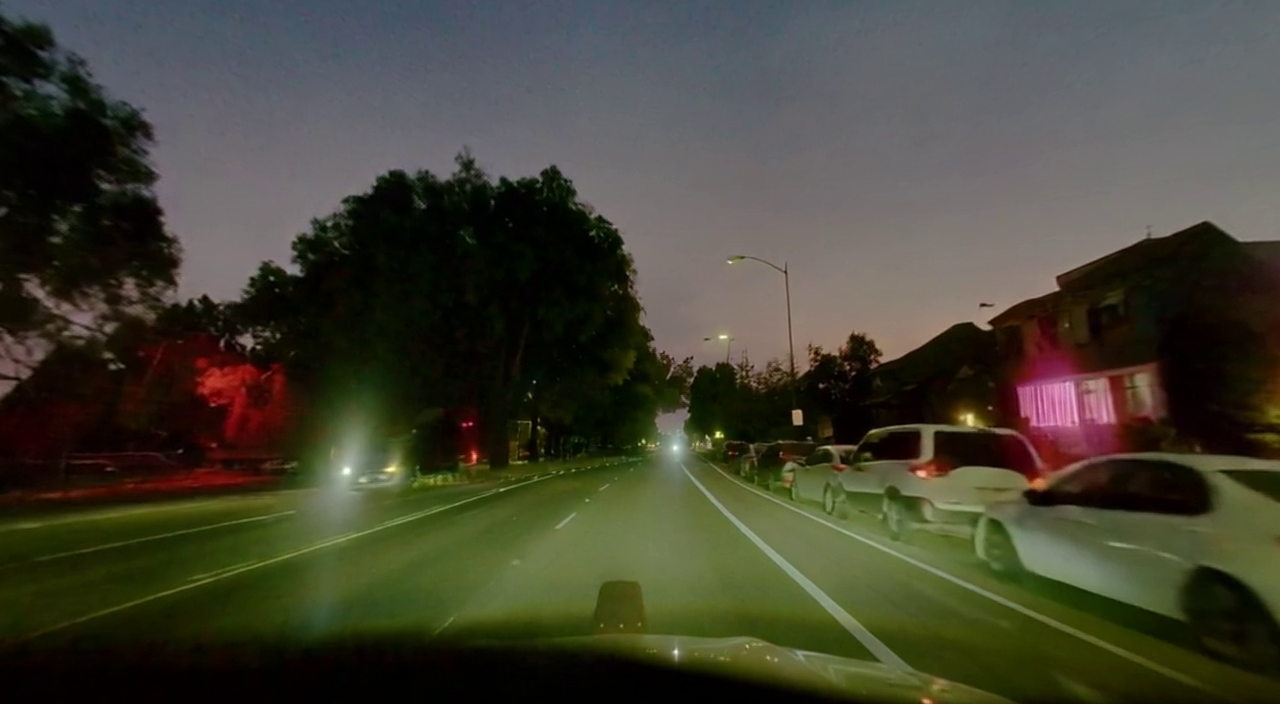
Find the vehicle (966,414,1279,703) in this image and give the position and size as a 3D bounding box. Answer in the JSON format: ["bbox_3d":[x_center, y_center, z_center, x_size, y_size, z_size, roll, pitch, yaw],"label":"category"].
[{"bbox_3d":[4.300,1.245,4.356,1.806,1.536,4.225,0,-8,0],"label":"vehicle"}]

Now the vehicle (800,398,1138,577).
[{"bbox_3d":[4.041,1.750,9.033,2.108,1.827,4.844,0,-8,-1],"label":"vehicle"}]

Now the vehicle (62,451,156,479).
[{"bbox_3d":[-33.698,7.176,40.097,4.231,1.650,2.053,-1,-8,3],"label":"vehicle"}]

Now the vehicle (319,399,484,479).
[{"bbox_3d":[-12.531,4.930,35.598,3.222,3.589,13.866,-1,-8,3],"label":"vehicle"}]

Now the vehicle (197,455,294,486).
[{"bbox_3d":[-22.879,6.868,36.844,2.026,1.531,5.099,-1,-8,6],"label":"vehicle"}]
